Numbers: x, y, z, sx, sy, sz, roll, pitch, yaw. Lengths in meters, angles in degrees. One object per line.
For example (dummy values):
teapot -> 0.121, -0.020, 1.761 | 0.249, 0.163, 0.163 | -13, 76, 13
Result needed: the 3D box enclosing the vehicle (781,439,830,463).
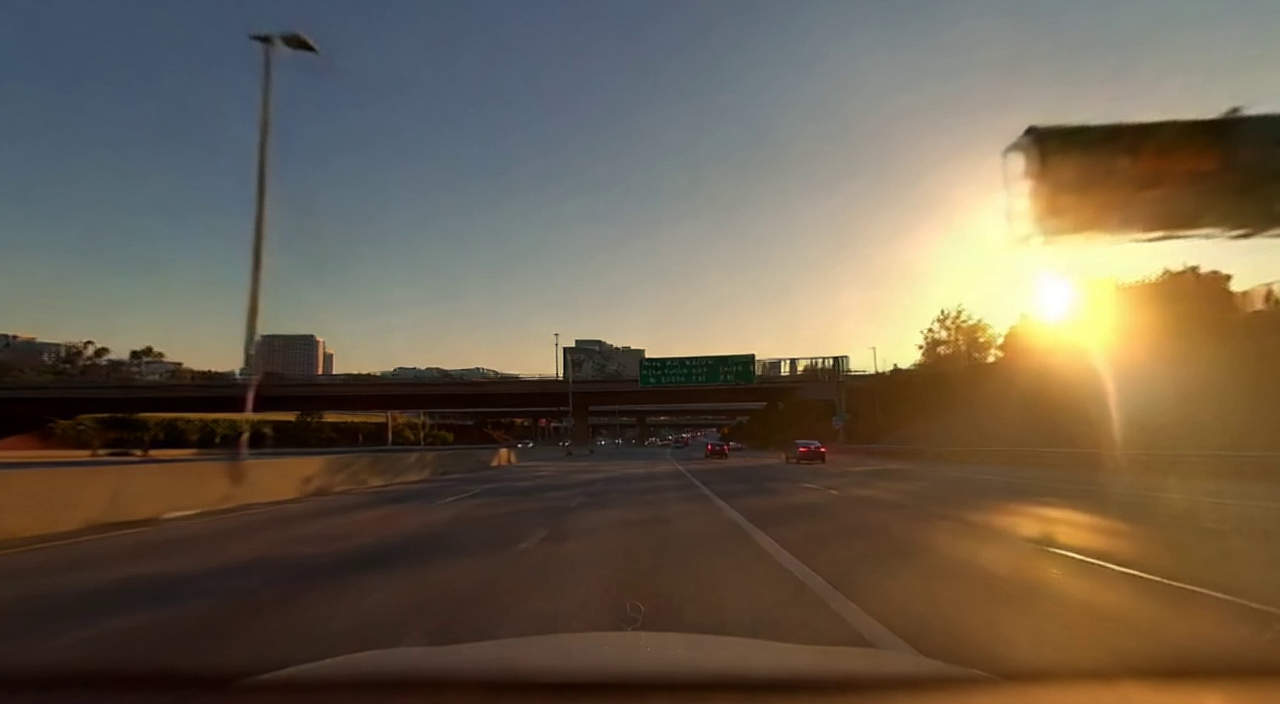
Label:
vehicle -> 10.845, 6.500, 41.589 | 2.000, 1.514, 4.585 | 0, -8, 0
